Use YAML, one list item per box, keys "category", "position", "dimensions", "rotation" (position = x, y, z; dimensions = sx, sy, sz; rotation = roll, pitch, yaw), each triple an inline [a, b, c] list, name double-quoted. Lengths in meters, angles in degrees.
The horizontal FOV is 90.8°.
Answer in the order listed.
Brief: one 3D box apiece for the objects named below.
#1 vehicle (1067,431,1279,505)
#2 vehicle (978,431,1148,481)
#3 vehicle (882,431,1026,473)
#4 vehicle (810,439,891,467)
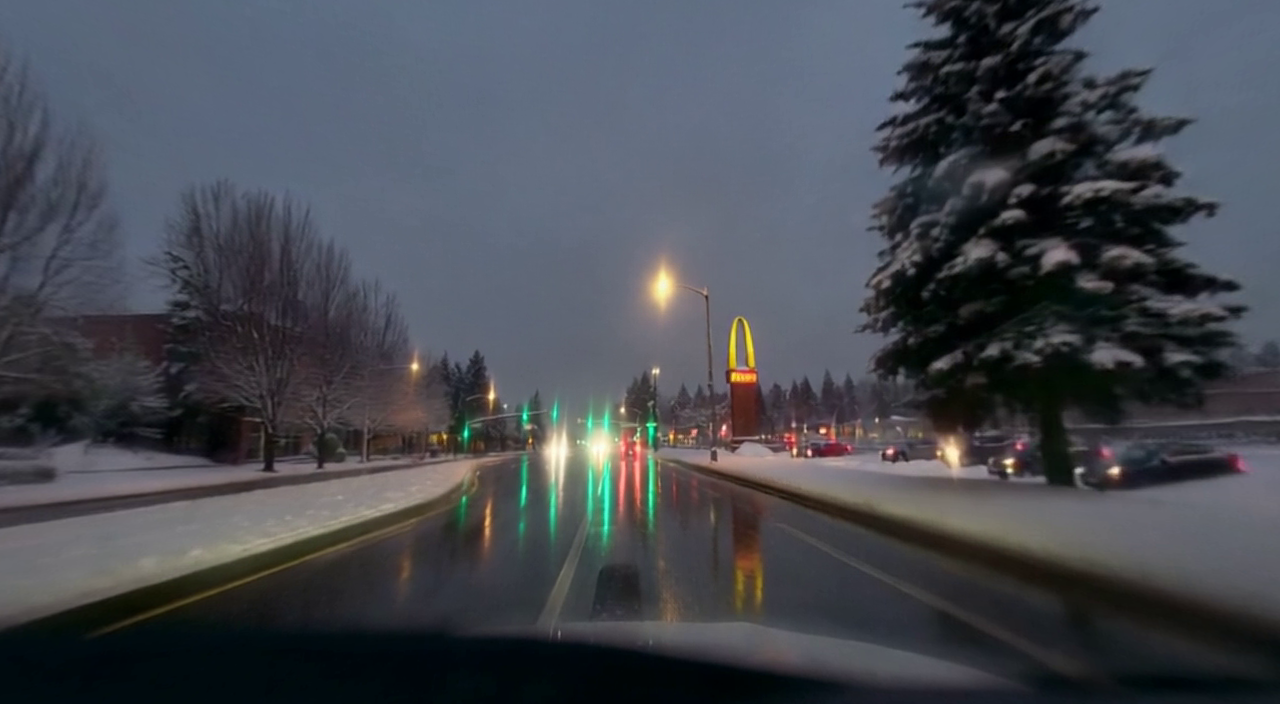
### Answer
- category: "vehicle"
  position: [13.727, 2.841, 15.870]
  dimensions: [4.538, 1.433, 2.023]
  rotation: [-3, -7, -3]
- category: "vehicle"
  position: [13.855, 3.426, 20.904]
  dimensions: [4.228, 1.548, 1.881]
  rotation: [0, -9, -1]
- category: "vehicle"
  position: [13.027, 4.165, 26.457]
  dimensions: [4.769, 1.636, 2.281]
  rotation: [0, -9, -2]
- category: "vehicle"
  position: [13.383, 6.439, 40.311]
  dimensions: [4.395, 1.497, 1.975]
  rotation: [-3, -8, -2]
